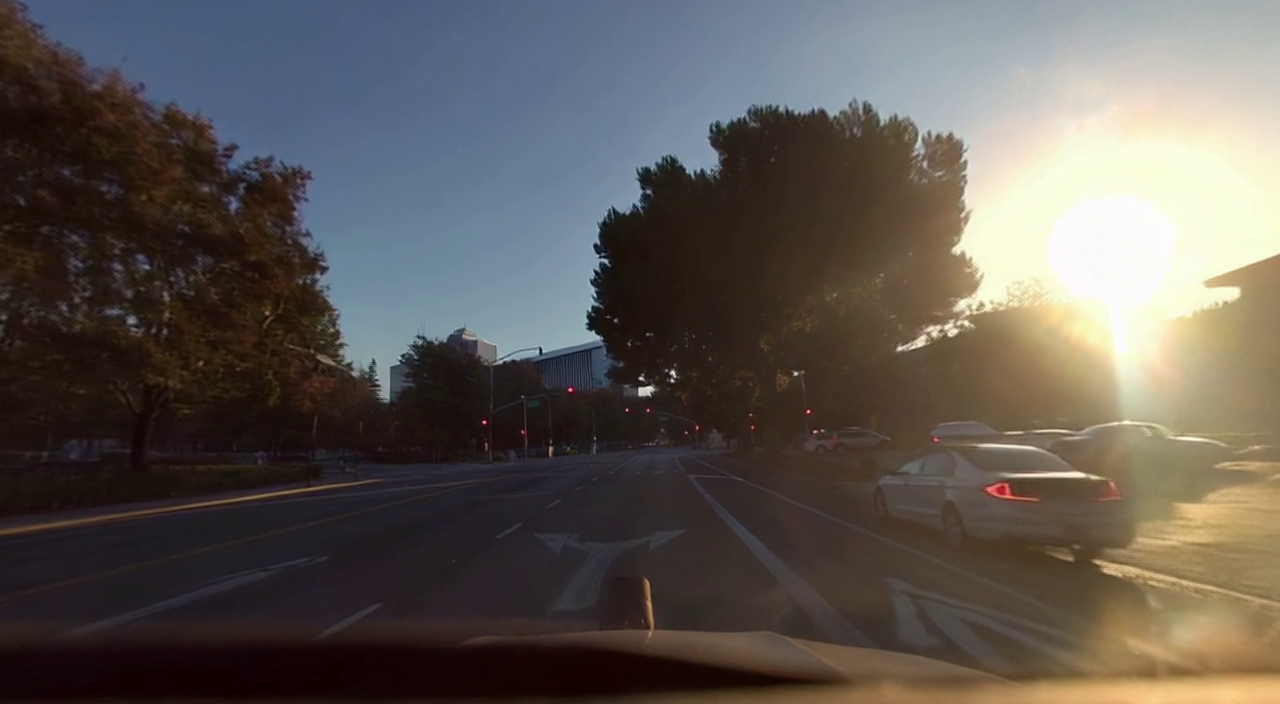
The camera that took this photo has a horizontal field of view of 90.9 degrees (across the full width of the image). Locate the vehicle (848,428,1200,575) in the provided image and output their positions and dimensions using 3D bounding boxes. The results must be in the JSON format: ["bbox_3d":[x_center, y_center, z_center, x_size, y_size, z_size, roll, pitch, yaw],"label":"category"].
[{"bbox_3d":[4.627,1.845,8.707,2.006,1.448,4.671,0,-8,1],"label":"vehicle"}]
